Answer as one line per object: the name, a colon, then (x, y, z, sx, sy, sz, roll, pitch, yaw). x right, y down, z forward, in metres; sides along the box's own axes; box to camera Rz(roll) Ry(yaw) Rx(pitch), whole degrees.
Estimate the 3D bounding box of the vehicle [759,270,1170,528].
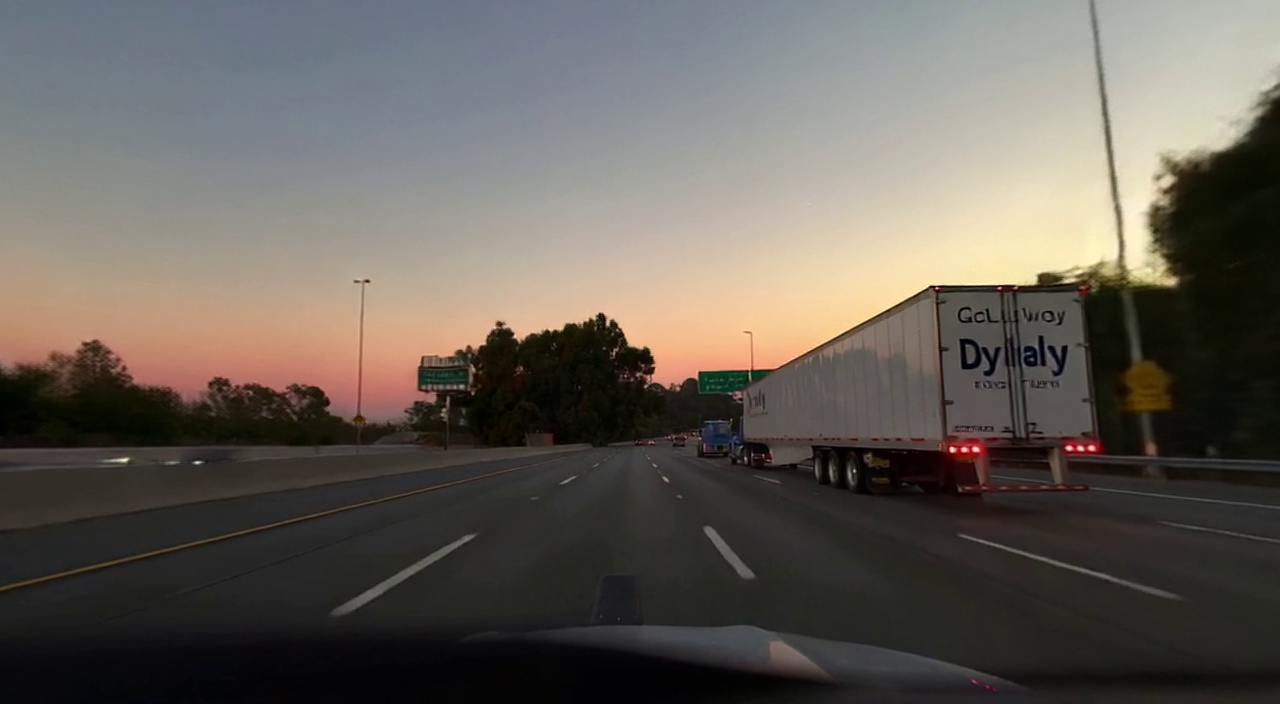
vehicle: (6.400, 1.842, 17.718, 2.962, 3.947, 16.241, 0, -8, 0)
